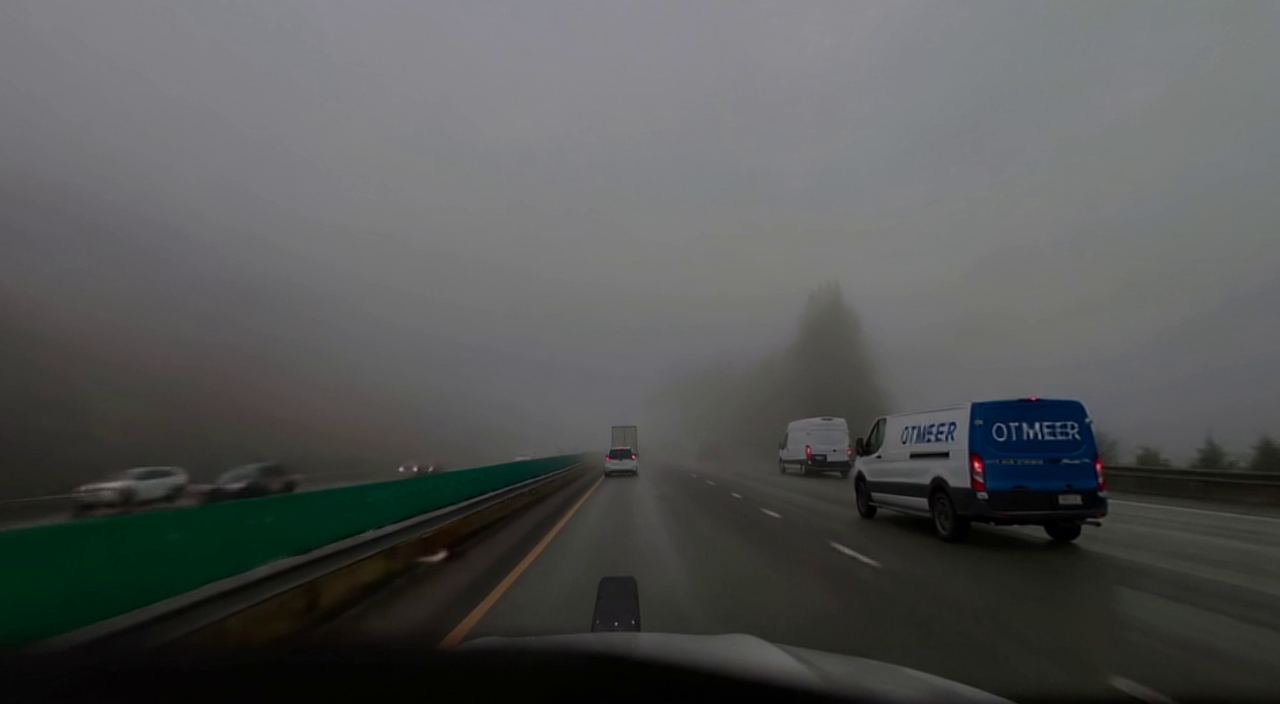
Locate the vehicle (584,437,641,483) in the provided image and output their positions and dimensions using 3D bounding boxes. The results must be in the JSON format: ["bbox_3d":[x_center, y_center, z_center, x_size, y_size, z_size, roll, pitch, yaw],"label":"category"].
[{"bbox_3d":[-1.066,4.227,24.902,2.100,1.636,3.620,0,-8,-2],"label":"vehicle"}]

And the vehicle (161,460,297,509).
[{"bbox_3d":[-14.624,4.714,22.776,1.876,1.451,4.620,0,-9,-1],"label":"vehicle"}]

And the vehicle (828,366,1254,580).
[{"bbox_3d":[4.598,1.510,8.599,2.223,2.008,5.121,0,-8,-3],"label":"vehicle"}]

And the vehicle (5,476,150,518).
[{"bbox_3d":[-22.137,5.705,25.046,1.889,1.501,4.156,0,-11,0],"label":"vehicle"}]
